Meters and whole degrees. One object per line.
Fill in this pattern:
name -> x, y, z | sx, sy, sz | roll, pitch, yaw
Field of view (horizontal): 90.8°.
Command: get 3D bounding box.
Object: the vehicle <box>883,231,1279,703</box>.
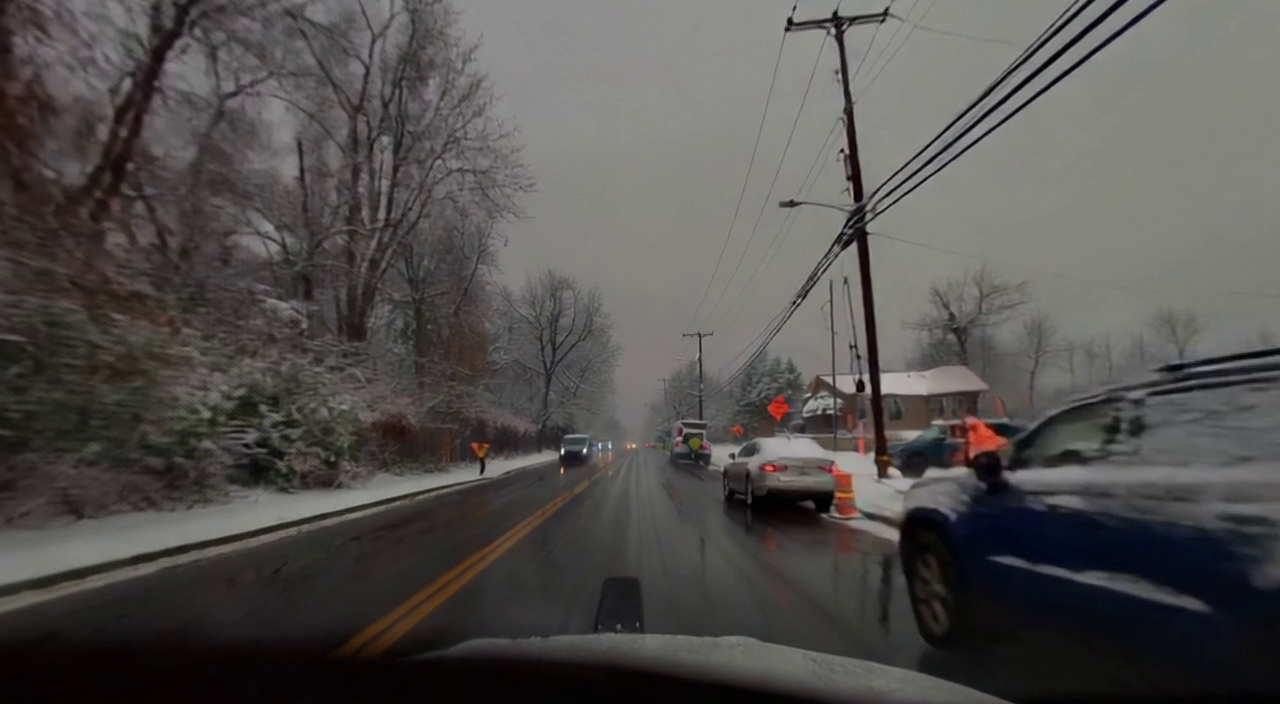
vehicle -> 3.251, 0.723, 2.927 | 2.293, 1.957, 4.934 | 0, -9, 0

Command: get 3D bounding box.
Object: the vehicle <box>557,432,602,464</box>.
vehicle -> -3.927, 6.368, 41.794 | 2.358, 1.921, 5.675 | 0, -9, 0

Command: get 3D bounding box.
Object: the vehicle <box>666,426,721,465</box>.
vehicle -> 3.047, 5.623, 37.811 | 2.759, 2.114, 6.152 | 0, -9, 0

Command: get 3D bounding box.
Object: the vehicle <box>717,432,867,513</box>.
vehicle -> 3.134, 2.619, 14.223 | 2.006, 1.482, 4.722 | 0, -9, -3
